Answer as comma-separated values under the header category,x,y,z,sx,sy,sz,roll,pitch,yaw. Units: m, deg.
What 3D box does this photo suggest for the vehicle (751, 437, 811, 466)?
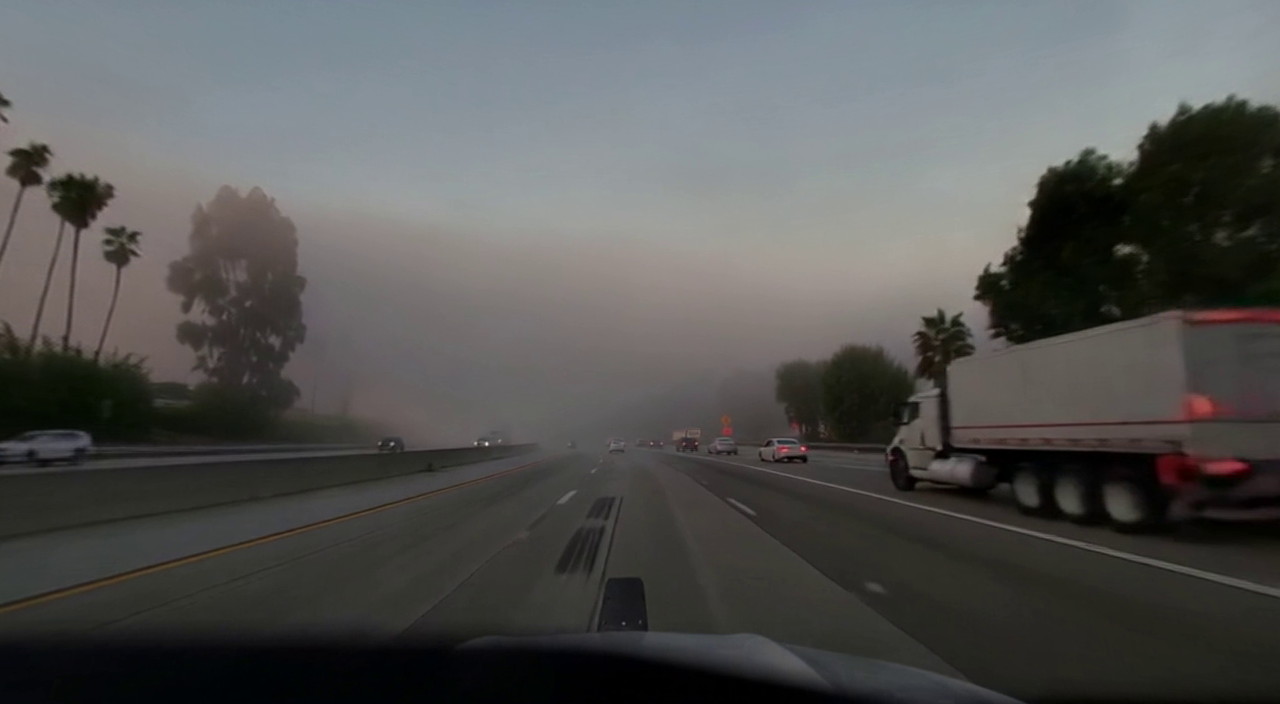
category,x,y,z,sx,sy,sz,roll,pitch,yaw
vehicle,7.861,5.593,35.577,2.092,1.478,4.647,0,-8,-3

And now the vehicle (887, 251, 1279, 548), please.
category,x,y,z,sx,sy,sz,roll,pitch,yaw
vehicle,8.338,1.204,12.284,2.919,3.482,9.838,0,-8,-1

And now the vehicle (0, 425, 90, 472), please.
category,x,y,z,sx,sy,sz,roll,pitch,yaw
vehicle,-29.910,4.619,30.194,2.258,2.097,5.399,-1,-8,0
